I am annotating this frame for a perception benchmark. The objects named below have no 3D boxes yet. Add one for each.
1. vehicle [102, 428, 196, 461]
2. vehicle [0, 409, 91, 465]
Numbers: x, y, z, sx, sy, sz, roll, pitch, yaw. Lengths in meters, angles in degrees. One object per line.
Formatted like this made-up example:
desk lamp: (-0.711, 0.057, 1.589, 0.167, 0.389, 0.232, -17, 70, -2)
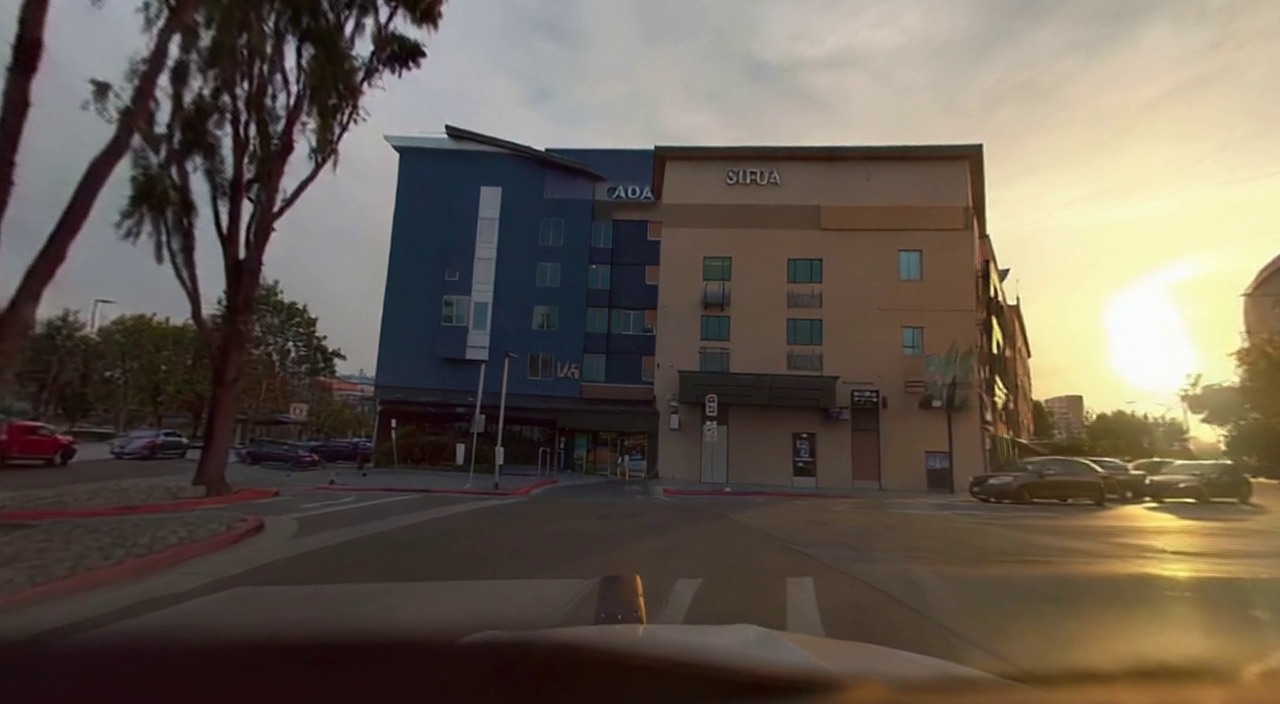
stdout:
vehicle: (-25.648, 4.806, 33.042, 1.870, 1.563, 4.039, -2, -7, -3)
vehicle: (-22.251, 3.130, 22.561, 1.675, 1.587, 3.980, -3, -12, -4)
